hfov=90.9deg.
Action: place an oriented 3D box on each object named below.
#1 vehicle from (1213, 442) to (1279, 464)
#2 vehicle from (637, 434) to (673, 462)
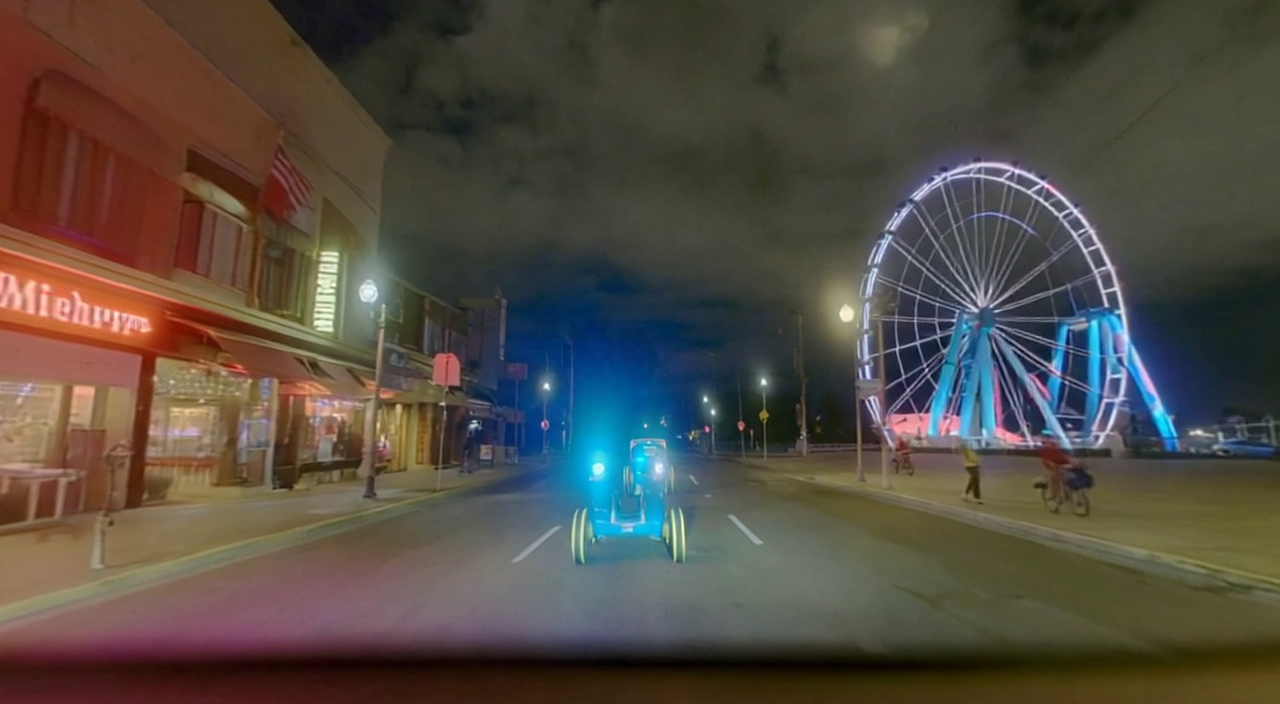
[{"bbox_3d":[41.760,6.781,42.442,4.120,1.445,1.893,-2,-9,10],"label":"vehicle"},{"bbox_3d":[1.013,6.411,42.221,2.221,1.773,4.228,-1,-9,2],"label":"vehicle"}]
